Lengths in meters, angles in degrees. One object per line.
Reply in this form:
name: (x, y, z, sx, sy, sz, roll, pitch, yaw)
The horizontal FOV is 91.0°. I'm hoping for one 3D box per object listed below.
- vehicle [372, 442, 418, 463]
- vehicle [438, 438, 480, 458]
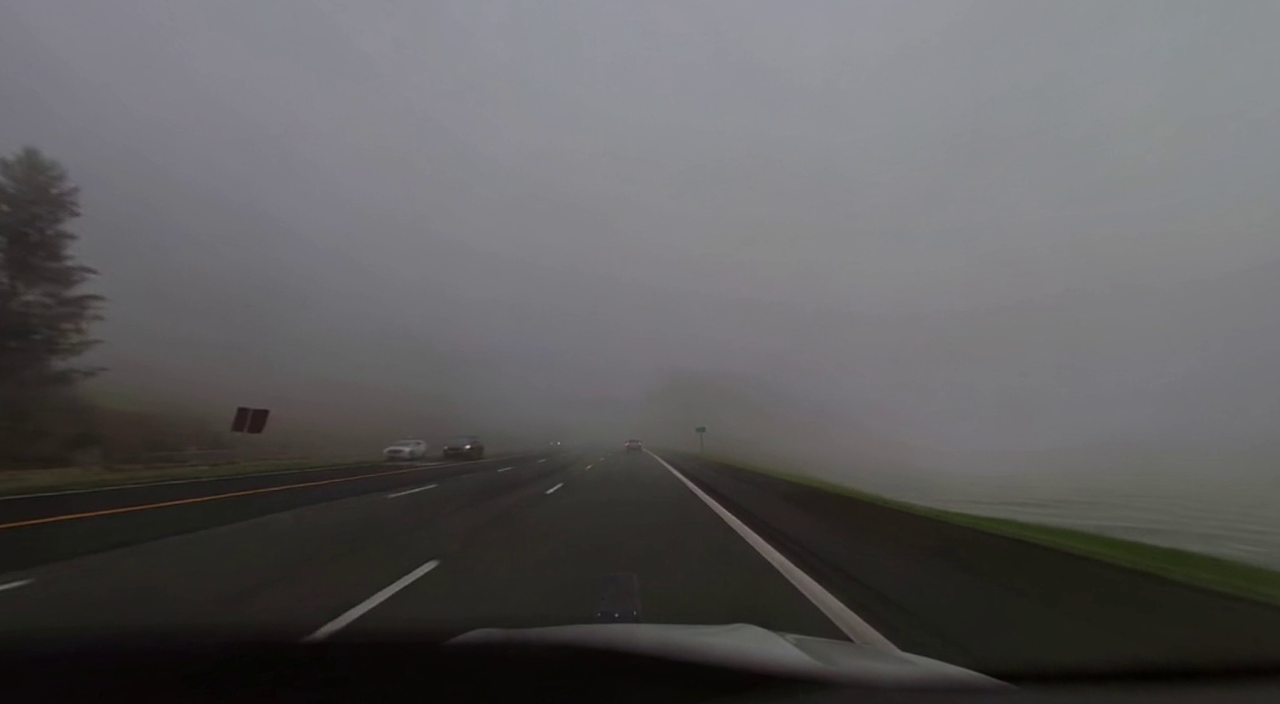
vehicle: (-17.940, 7.380, 46.329, 1.907, 1.441, 3.867, 0, -8, -1)
vehicle: (-14.024, 7.465, 48.981, 2.049, 1.467, 3.924, -1, -8, 0)
